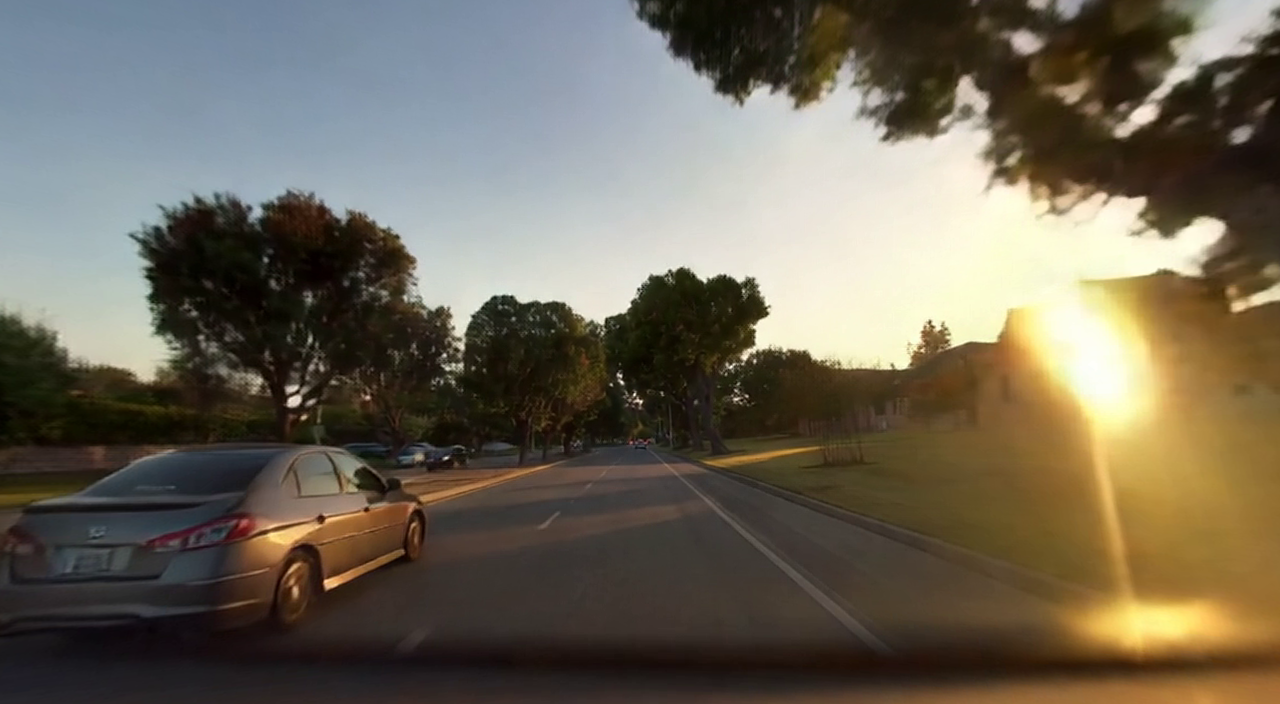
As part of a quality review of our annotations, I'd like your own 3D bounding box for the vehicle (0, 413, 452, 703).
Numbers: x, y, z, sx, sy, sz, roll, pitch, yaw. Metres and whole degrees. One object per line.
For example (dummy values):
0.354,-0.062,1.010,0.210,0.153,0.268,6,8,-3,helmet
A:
-3.307,1.364,5.218,2.020,1.478,4.890,0,-8,0,vehicle
